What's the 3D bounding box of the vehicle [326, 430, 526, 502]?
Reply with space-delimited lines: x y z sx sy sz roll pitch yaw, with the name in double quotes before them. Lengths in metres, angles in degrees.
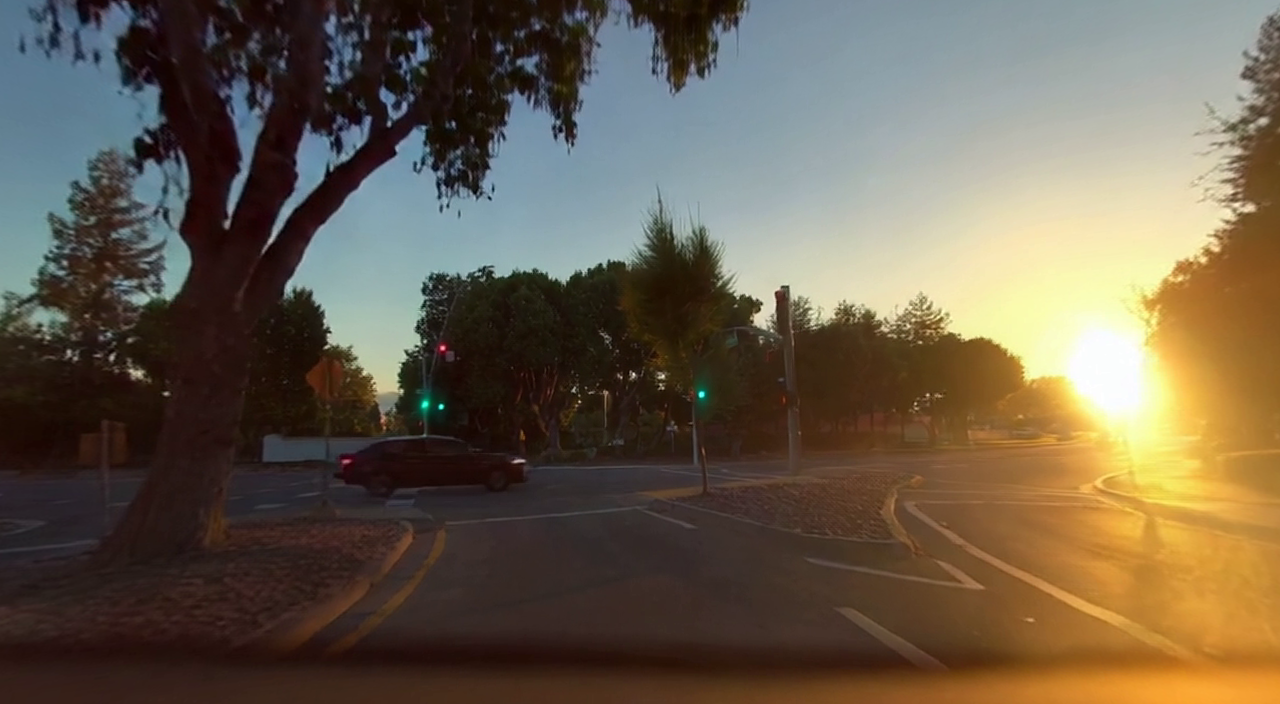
"vehicle" -5.427 2.844 16.149 4.545 1.602 2.014 4 -9 -27
